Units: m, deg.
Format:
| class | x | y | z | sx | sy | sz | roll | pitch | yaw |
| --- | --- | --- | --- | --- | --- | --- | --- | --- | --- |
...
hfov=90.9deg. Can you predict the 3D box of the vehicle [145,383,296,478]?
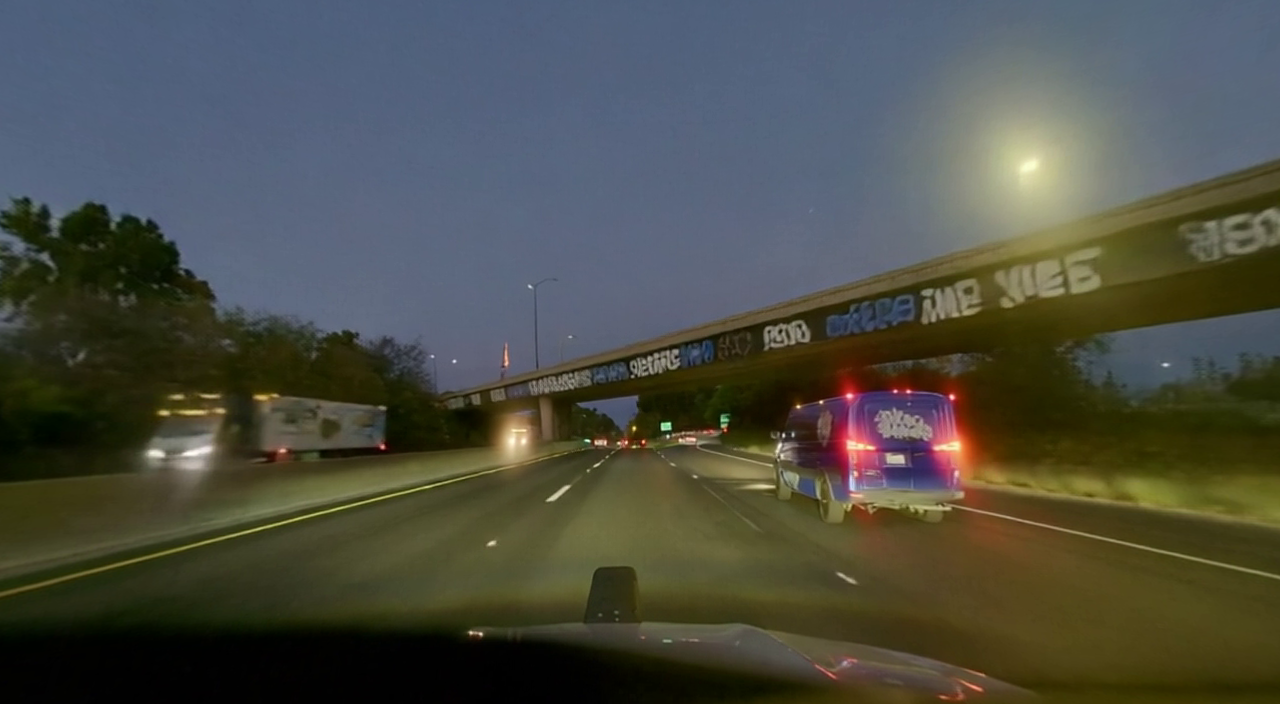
| class | x | y | z | sx | sy | sz | roll | pitch | yaw |
| --- | --- | --- | --- | --- | --- | --- | --- | --- | --- |
| vehicle | -19.081 | 3.646 | 29.254 | 2.964 | 3.949 | 5.876 | 0 | -8 | -2 |
